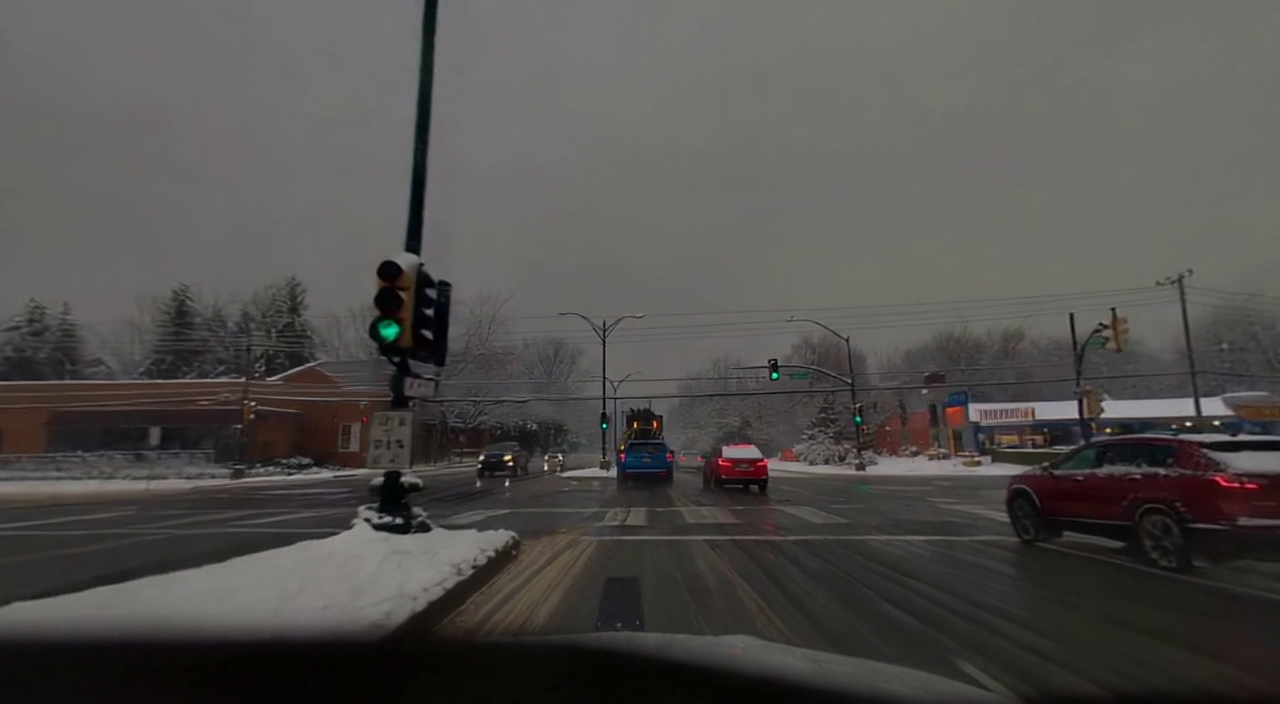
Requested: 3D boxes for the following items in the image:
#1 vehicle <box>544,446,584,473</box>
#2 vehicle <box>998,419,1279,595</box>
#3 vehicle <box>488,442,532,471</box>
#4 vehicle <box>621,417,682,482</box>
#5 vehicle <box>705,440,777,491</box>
[{"bbox_3d":[-4.558,6.545,38.531,2.001,1.518,4.316,0,-9,-1],"label":"vehicle"},{"bbox_3d":[7.102,1.850,8.426,1.982,1.698,4.408,0,-9,0],"label":"vehicle"},{"bbox_3d":[-8.804,7.113,43.046,2.020,1.864,4.634,0,-9,0],"label":"vehicle"},{"bbox_3d":[0.478,4.088,26.572,2.370,2.518,3.858,0,-8,1],"label":"vehicle"},{"bbox_3d":[3.761,4.291,24.244,2.025,1.754,4.311,0,-9,0],"label":"vehicle"}]
